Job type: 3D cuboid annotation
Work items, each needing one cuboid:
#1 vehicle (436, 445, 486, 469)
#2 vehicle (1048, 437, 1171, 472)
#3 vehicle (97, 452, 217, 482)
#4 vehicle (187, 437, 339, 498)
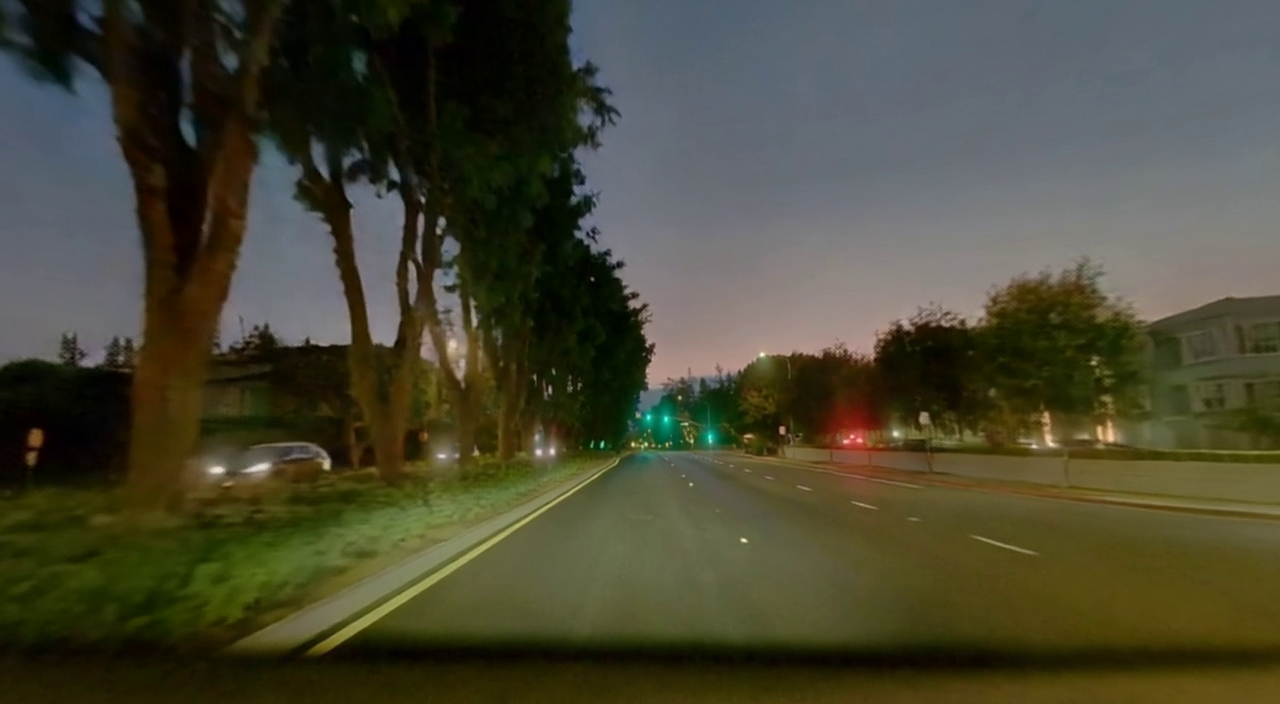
[{"bbox_3d":[-11.365,6.679,40.276,1.816,1.457,4.386,0,-8,1],"label":"vehicle"},{"bbox_3d":[21.515,4.701,29.003,4.176,1.490,1.871,0,-8,-3],"label":"vehicle"},{"bbox_3d":[-25.212,6.002,33.036,4.663,1.464,1.906,0,-8,-1],"label":"vehicle"},{"bbox_3d":[-12.097,3.701,20.704,2.056,1.763,4.629,0,-8,1],"label":"vehicle"}]
